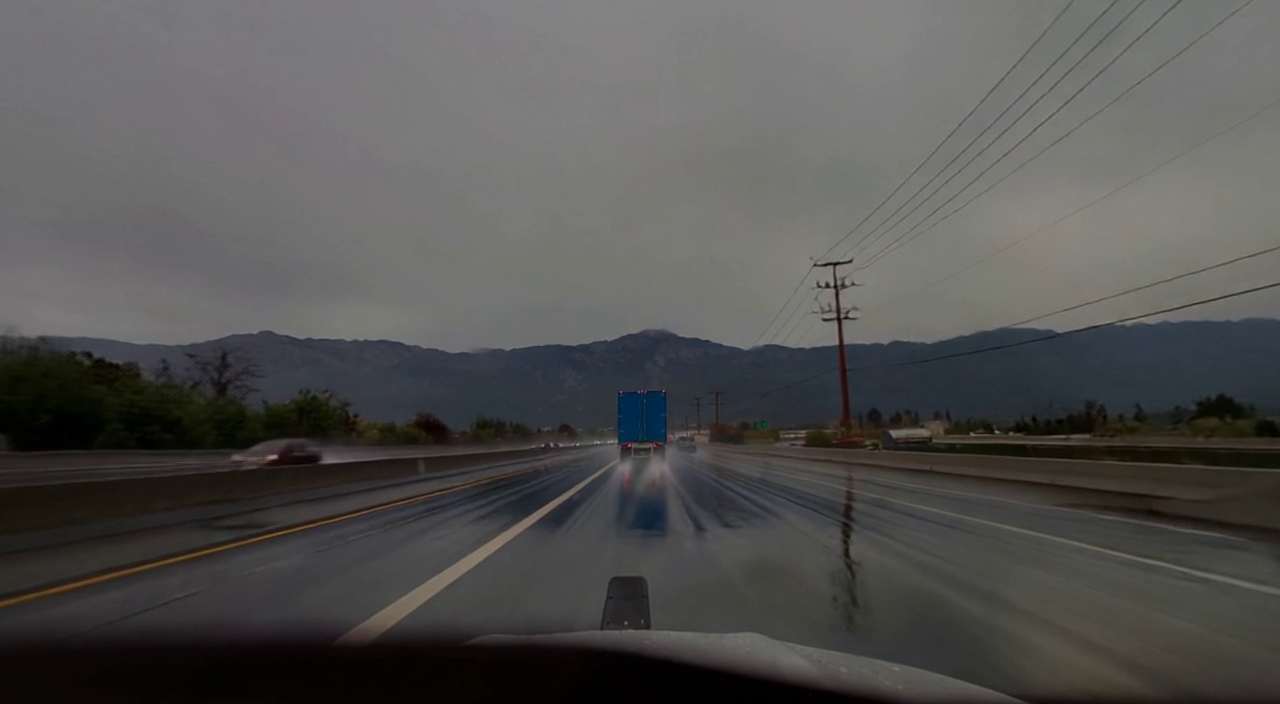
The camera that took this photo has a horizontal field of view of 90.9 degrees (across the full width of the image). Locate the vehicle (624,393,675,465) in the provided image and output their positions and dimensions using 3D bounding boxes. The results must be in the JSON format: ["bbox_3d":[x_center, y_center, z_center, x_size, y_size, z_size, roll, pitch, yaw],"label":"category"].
[{"bbox_3d":[0.466,5.272,41.865,2.919,4.101,11.541,0,-8,-1],"label":"vehicle"}]

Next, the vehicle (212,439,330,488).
[{"bbox_3d":[-16.466,4.958,28.510,2.303,1.977,4.922,0,-8,0],"label":"vehicle"}]
